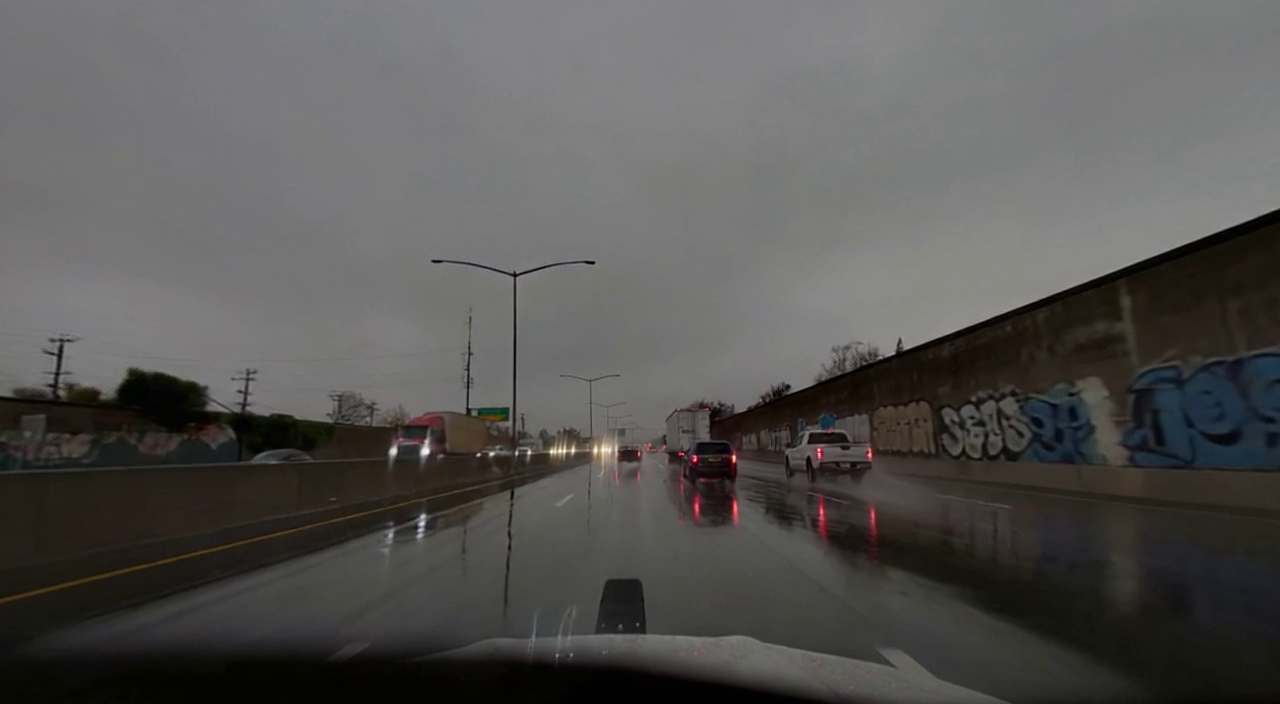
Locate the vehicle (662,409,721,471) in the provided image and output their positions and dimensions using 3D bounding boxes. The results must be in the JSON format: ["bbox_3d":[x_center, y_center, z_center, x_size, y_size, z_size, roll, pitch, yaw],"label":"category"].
[{"bbox_3d":[3.348,6.239,44.455,2.976,3.806,10.591,0,-9,-2],"label":"vehicle"}]

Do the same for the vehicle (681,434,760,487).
[{"bbox_3d":[3.000,4.203,24.824,2.249,1.843,5.176,0,-9,-2],"label":"vehicle"}]

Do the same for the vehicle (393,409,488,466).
[{"bbox_3d":[-14.156,6.396,46.383,3.011,3.586,12.393,0,-9,0],"label":"vehicle"}]

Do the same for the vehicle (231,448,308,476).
[{"bbox_3d":[-20.684,6.138,35.467,1.812,1.467,4.068,0,-9,0],"label":"vehicle"}]

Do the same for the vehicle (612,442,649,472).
[{"bbox_3d":[-0.586,6.189,37.338,2.073,1.640,3.990,0,-9,-1],"label":"vehicle"}]

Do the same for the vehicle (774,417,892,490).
[{"bbox_3d":[7.040,3.834,24.067,2.322,2.360,6.433,0,-9,-1],"label":"vehicle"}]
